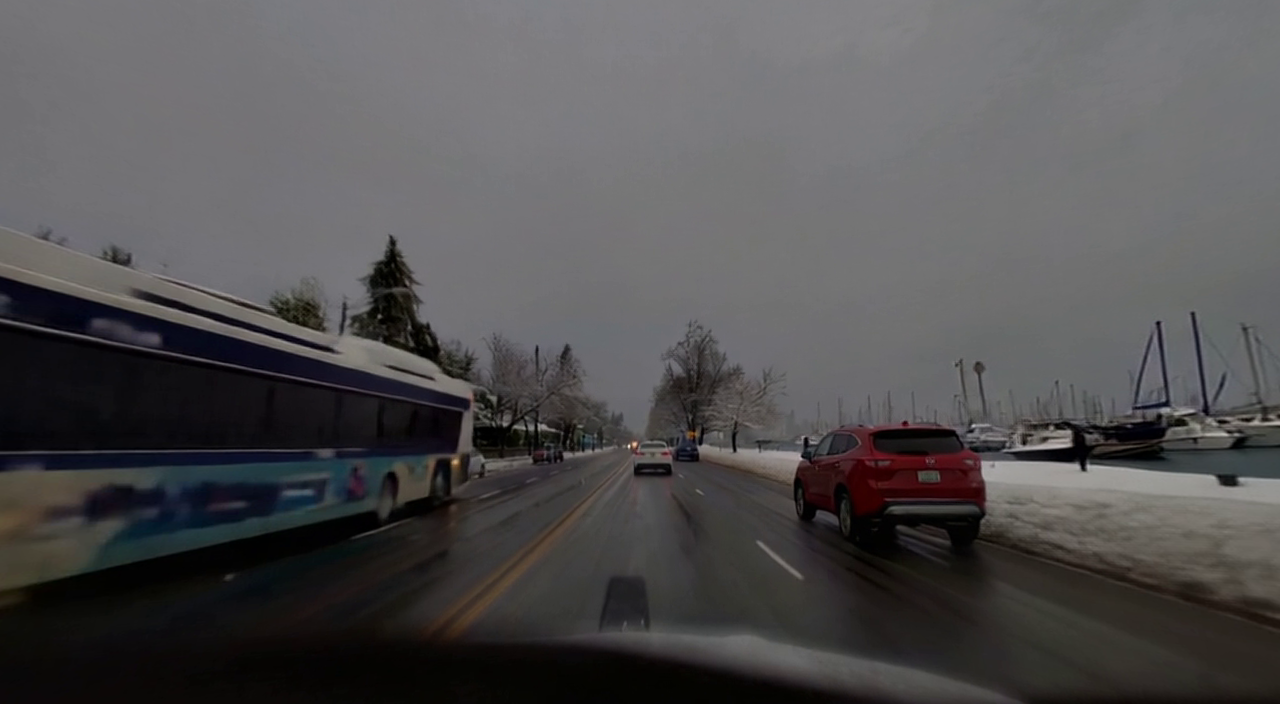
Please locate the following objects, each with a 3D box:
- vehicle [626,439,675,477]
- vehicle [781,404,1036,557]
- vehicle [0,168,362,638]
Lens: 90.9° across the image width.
[{"bbox_3d":[0.469,4.908,29.522,2.132,1.632,3.838,0,-8,0],"label":"vehicle"},{"bbox_3d":[3.694,1.861,9.771,2.000,1.809,4.405,0,-8,0],"label":"vehicle"},{"bbox_3d":[-6.372,0.507,5.579,3.102,3.524,9.830,0,-8,1],"label":"vehicle"}]
